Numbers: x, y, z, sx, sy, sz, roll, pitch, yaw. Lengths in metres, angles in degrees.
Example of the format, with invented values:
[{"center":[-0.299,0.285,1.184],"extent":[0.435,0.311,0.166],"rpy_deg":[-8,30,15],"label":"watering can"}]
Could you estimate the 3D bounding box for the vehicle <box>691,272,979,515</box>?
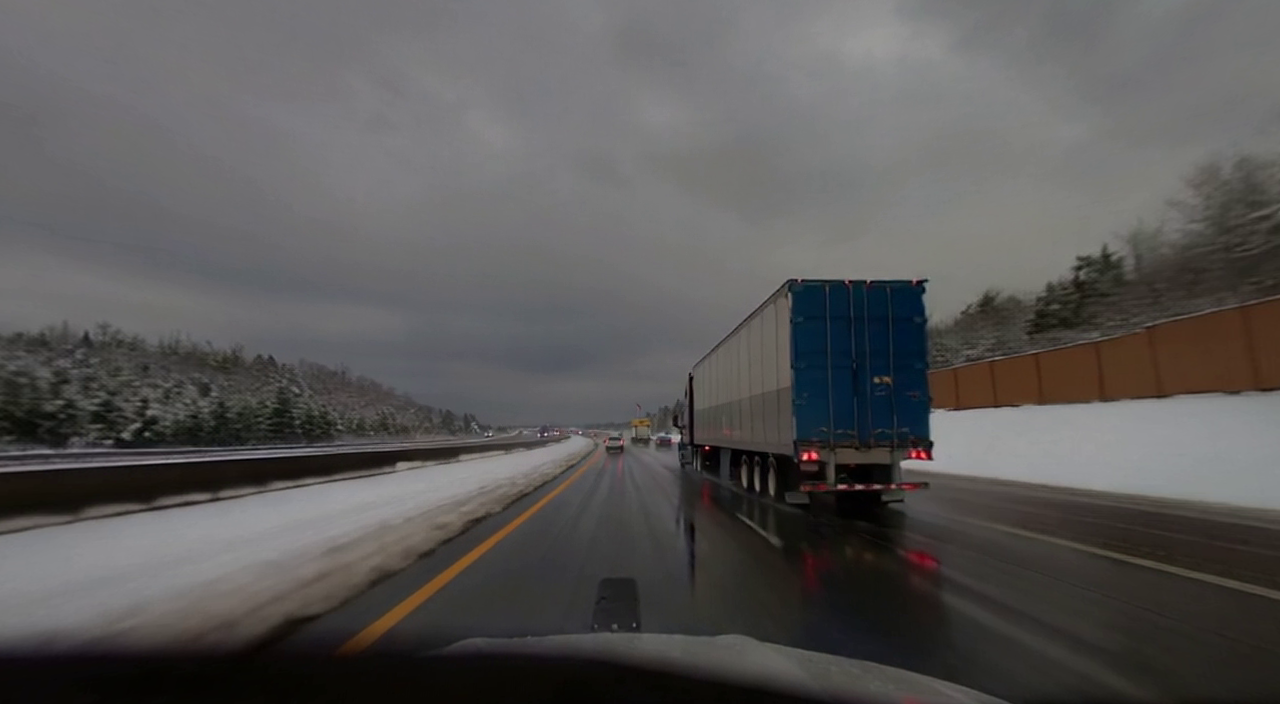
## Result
[{"center":[3.780,1.552,17.603],"extent":[2.965,4.033,14.299],"rpy_deg":[0,-7,-2],"label":"vehicle"}]
